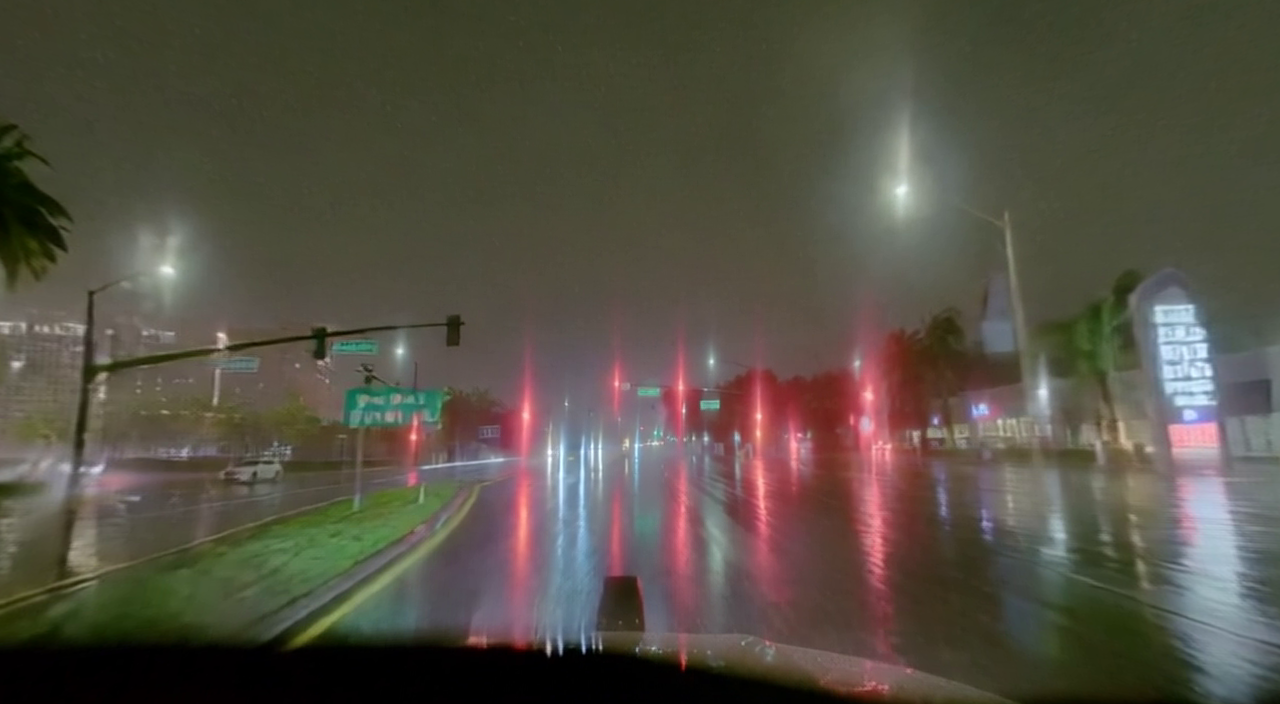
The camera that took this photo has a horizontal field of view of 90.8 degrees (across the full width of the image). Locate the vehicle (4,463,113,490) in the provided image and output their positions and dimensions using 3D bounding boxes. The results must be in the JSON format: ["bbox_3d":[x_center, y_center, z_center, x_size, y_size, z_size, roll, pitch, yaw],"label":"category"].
[{"bbox_3d":[-34.628,7.432,37.685,4.567,1.460,1.917,0,-8,-1],"label":"vehicle"}]

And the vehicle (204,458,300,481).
[{"bbox_3d":[-25.102,7.597,40.980,4.854,1.406,2.060,0,-8,1],"label":"vehicle"}]

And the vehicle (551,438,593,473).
[{"bbox_3d":[-3.509,5.324,32.669,1.990,1.639,3.885,1,-9,-6],"label":"vehicle"}]
